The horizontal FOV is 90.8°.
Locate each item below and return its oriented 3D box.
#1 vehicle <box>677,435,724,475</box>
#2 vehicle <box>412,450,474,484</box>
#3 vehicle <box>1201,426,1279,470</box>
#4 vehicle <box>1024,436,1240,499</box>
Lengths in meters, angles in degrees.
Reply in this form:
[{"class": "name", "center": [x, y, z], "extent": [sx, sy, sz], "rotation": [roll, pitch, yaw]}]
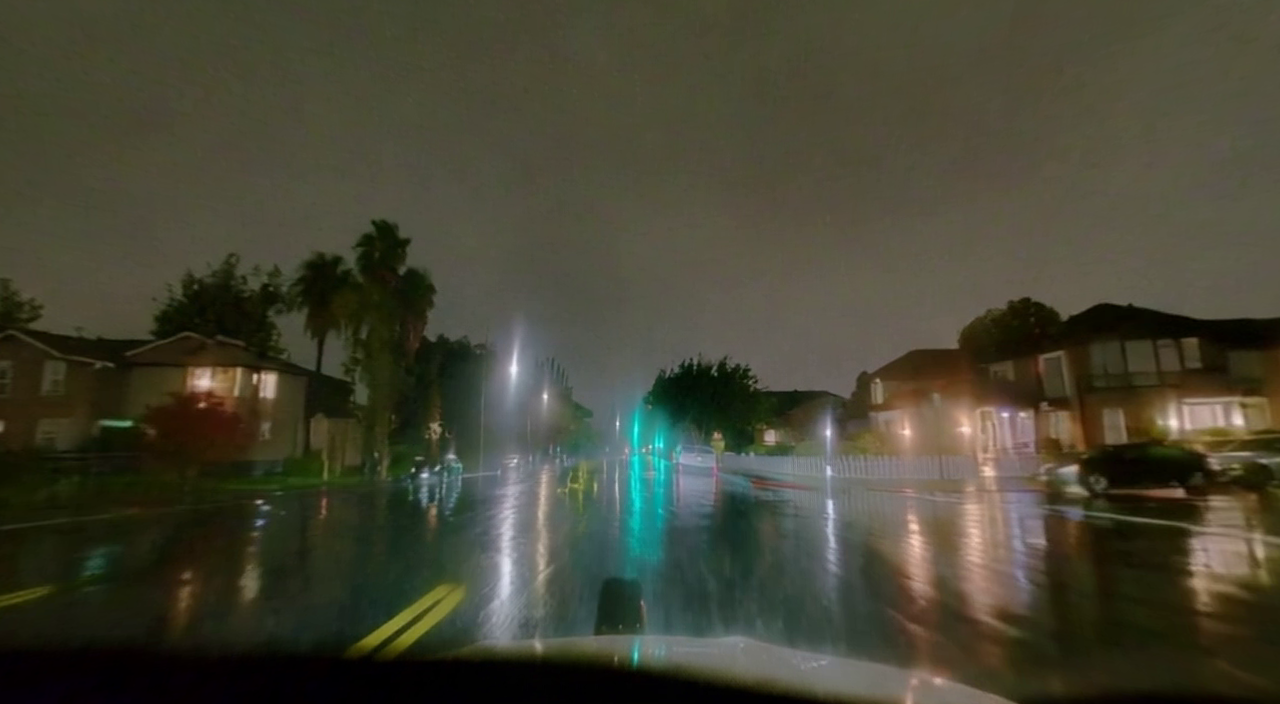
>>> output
[{"class": "vehicle", "center": [3.772, 6.618, 40.658], "extent": [2.504, 2.114, 6.073], "rotation": [6, -9, 3]}, {"class": "vehicle", "center": [-10.933, 6.386, 35.411], "extent": [2.049, 1.527, 4.677], "rotation": [-4, -8, -1]}, {"class": "vehicle", "center": [27.071, 4.092, 26.978], "extent": [2.000, 1.773, 4.469], "rotation": [1, -8, -1]}, {"class": "vehicle", "center": [14.382, 3.386, 18.714], "extent": [4.635, 1.706, 1.954], "rotation": [0, -9, 2]}]
